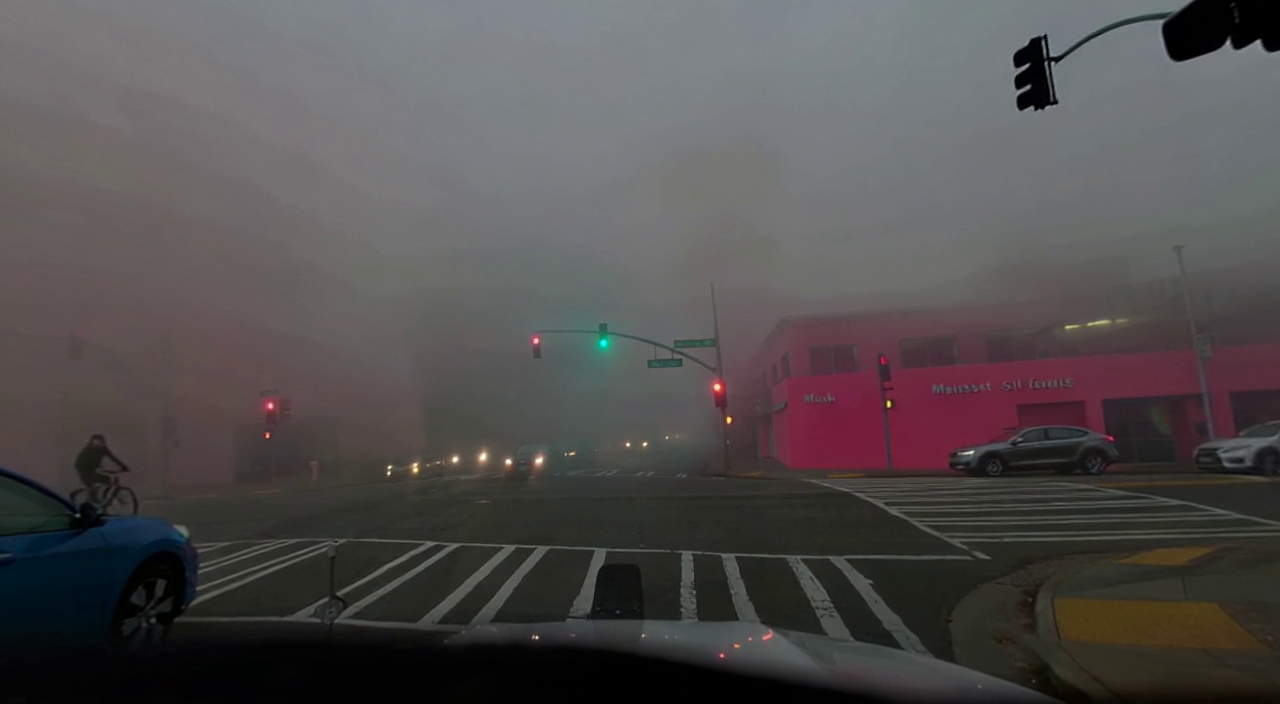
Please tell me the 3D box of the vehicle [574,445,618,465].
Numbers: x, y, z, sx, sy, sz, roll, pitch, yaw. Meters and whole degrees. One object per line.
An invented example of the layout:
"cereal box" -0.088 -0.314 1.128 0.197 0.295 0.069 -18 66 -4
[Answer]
"vehicle" -3.023 7.190 44.129 1.743 1.362 4.350 -2 -9 14

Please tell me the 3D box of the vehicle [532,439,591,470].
"vehicle" -4.508 5.979 36.858 1.928 1.647 4.575 -2 -9 13

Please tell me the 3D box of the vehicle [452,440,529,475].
"vehicle" -8.405 5.980 36.032 2.152 1.825 5.406 -2 -9 12

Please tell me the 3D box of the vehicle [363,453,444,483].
"vehicle" -12.592 6.167 33.852 1.976 1.425 4.567 -1 -9 9

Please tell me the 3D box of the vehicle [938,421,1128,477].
"vehicle" 11.566 2.892 18.801 4.355 1.546 1.820 -1 -9 6

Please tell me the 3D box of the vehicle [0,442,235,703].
"vehicle" -3.693 0.970 2.153 1.759 1.325 4.295 0 -9 0
